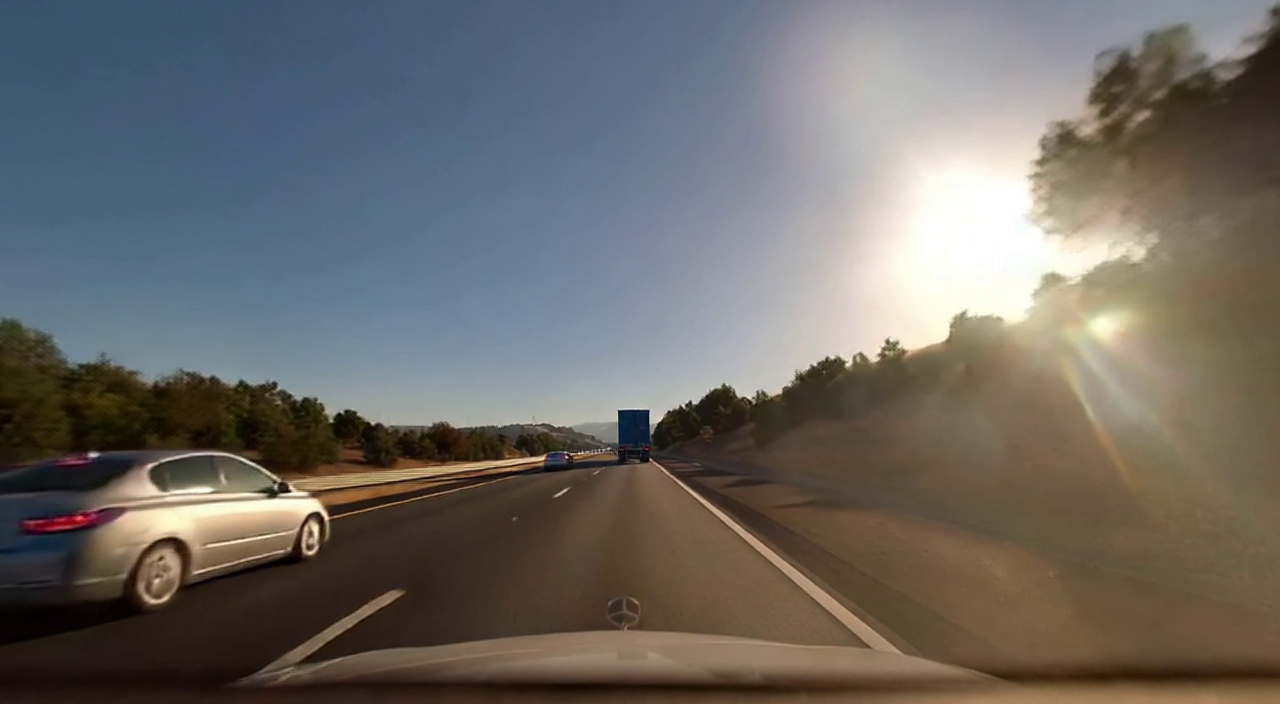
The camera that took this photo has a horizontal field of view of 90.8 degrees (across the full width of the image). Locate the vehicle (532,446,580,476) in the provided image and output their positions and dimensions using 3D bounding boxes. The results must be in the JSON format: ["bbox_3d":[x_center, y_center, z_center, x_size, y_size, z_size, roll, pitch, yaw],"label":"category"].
[{"bbox_3d":[-4.436,5.806,33.916,1.978,1.507,4.062,0,-9,0],"label":"vehicle"}]

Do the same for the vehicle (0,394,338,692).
[{"bbox_3d":[-4.503,1.297,5.109,1.991,1.618,4.211,0,-9,0],"label":"vehicle"}]
